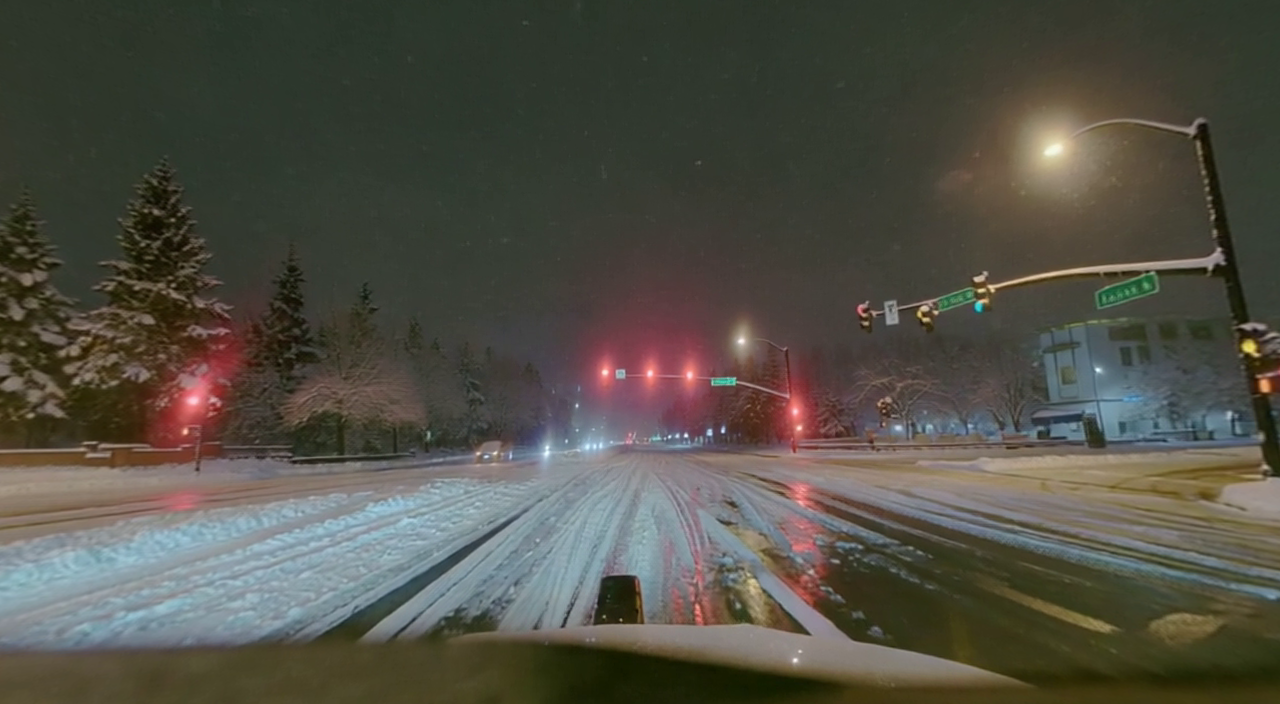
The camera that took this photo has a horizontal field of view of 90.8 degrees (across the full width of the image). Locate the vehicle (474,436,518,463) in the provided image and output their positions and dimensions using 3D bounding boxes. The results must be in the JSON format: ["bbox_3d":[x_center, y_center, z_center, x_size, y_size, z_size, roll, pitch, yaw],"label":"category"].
[{"bbox_3d":[-9.737,6.624,43.019,1.988,1.692,4.412,0,-8,0],"label":"vehicle"}]
